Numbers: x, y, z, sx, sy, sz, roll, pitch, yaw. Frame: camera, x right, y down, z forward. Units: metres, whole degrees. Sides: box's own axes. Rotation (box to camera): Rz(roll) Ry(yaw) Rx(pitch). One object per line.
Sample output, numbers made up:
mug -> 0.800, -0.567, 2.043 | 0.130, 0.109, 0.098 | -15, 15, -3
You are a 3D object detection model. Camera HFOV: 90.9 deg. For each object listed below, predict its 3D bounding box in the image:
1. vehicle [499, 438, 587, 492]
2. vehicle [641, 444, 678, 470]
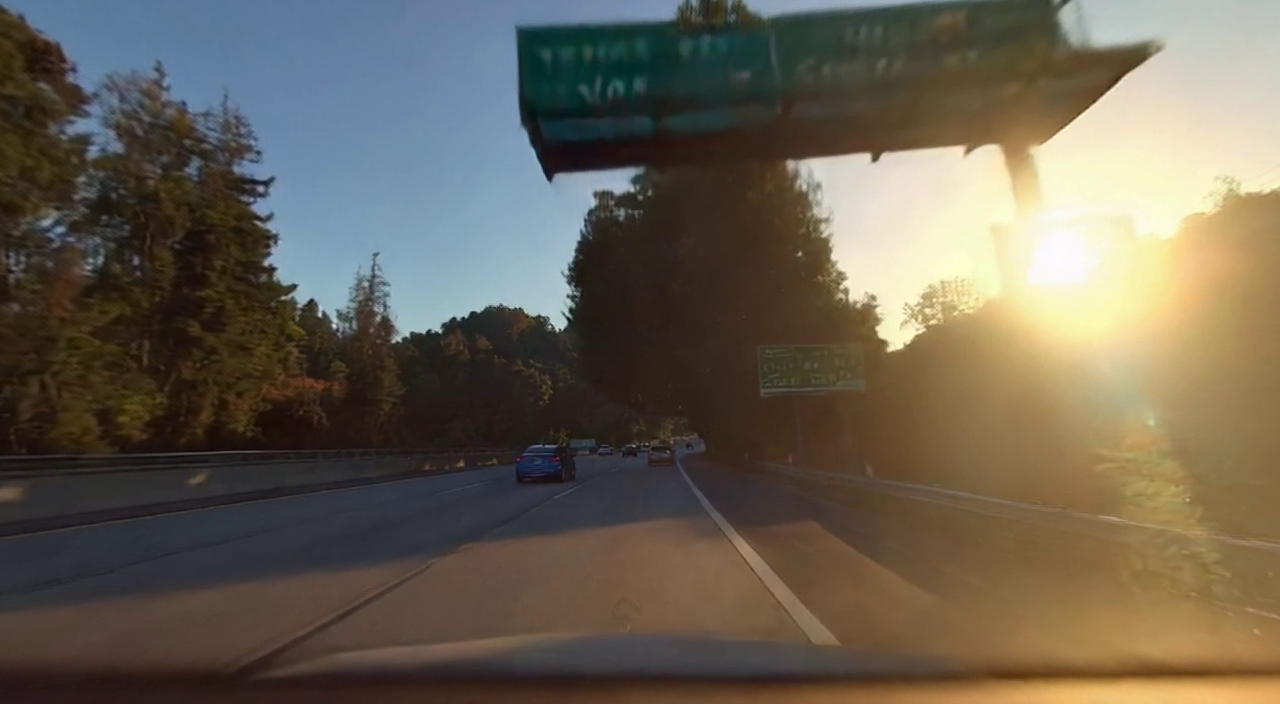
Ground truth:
vehicle -> -3.024, 3.635, 20.664 | 2.024, 1.531, 4.431 | 0, -8, 2
vehicle -> 1.209, 6.232, 37.691 | 2.113, 1.464, 4.073 | -1, -9, 3
